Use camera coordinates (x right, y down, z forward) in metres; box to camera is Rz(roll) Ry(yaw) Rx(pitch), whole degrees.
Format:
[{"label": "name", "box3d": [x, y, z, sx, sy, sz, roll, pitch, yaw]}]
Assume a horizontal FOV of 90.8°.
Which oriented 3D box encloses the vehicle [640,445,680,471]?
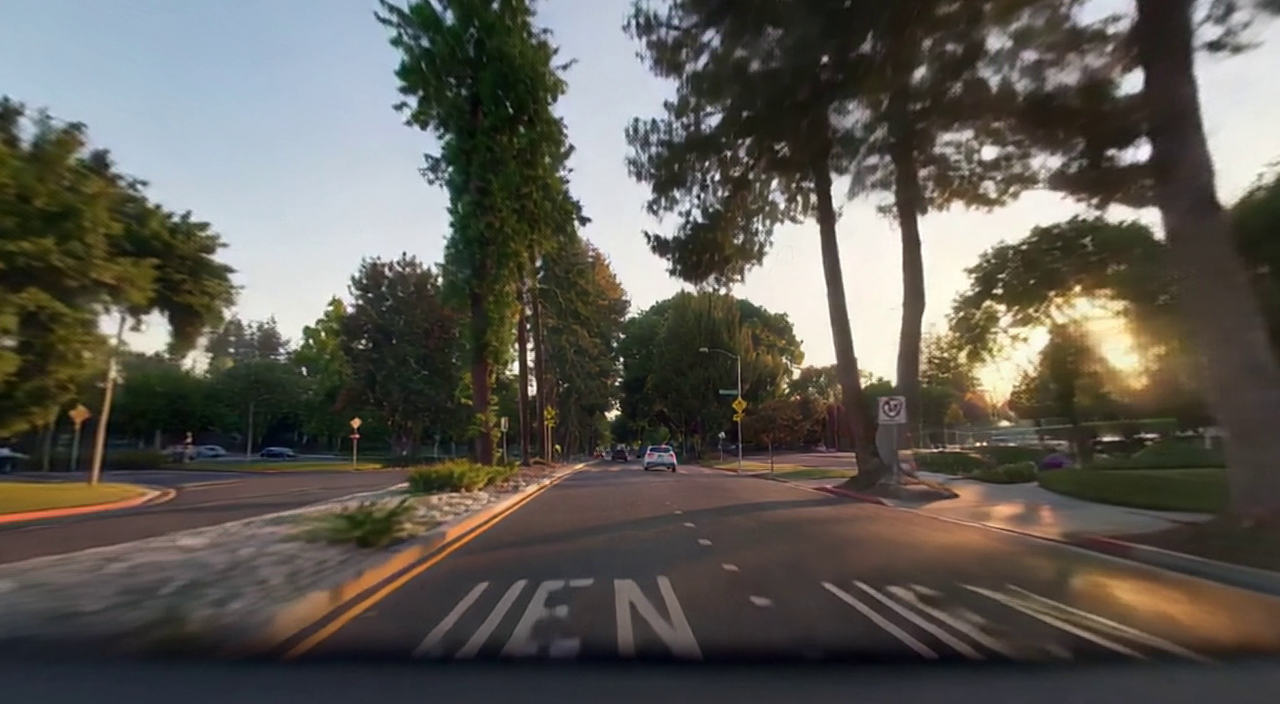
[{"label": "vehicle", "box3d": [1.193, 6.589, 39.303, 2.142, 1.501, 4.273, 1, -9, -3]}]
